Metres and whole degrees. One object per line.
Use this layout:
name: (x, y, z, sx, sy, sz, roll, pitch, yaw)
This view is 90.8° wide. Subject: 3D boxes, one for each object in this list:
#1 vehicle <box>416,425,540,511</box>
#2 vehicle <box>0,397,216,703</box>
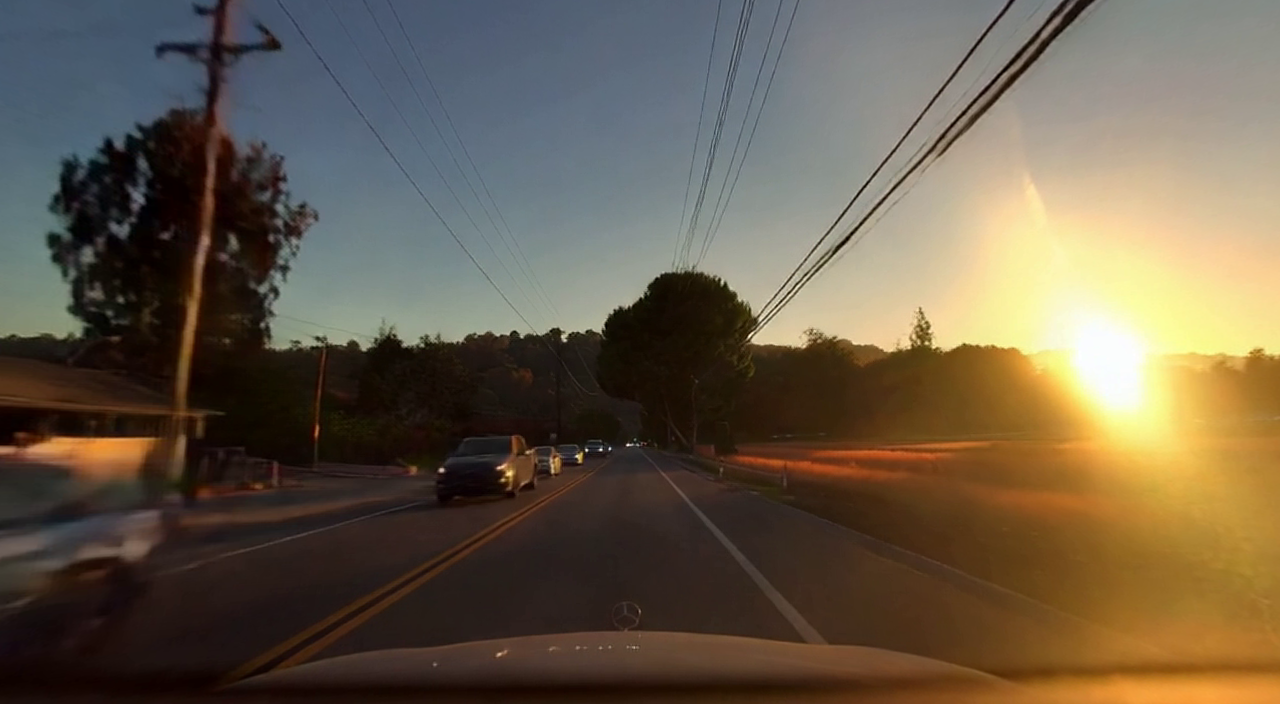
vehicle: (-4.219, 3.066, 17.278, 2.261, 1.901, 4.549, -3, -8, -1)
vehicle: (-4.254, 1.048, 2.589, 2.070, 1.665, 4.554, -3, -8, -3)
